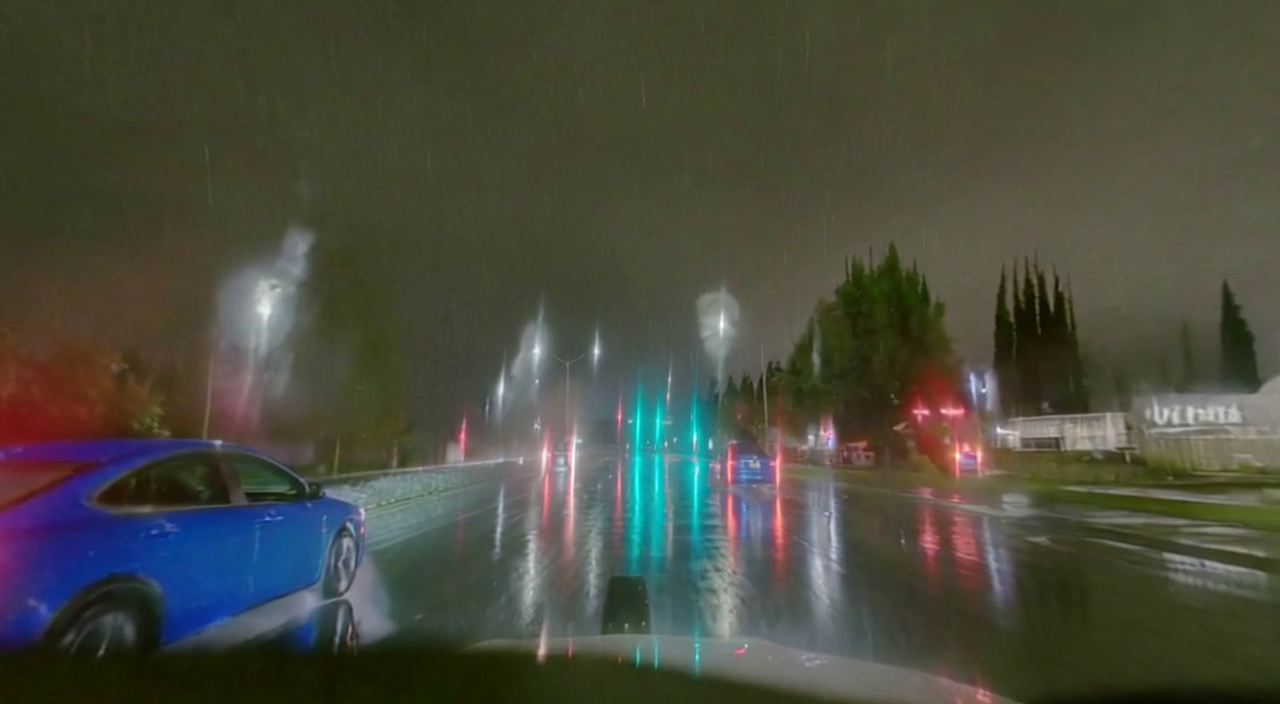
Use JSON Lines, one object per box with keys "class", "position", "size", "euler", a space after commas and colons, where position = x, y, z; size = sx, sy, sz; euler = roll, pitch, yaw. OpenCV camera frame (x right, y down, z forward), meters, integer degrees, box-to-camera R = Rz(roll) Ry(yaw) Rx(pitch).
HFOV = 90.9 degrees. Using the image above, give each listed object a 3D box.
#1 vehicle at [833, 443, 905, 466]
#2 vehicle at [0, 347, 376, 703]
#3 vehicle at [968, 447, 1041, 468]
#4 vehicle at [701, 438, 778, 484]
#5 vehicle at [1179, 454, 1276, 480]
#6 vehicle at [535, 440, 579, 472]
{"class": "vehicle", "position": [16.692, 7.498, 46.104], "size": [4.458, 1.560, 2.045], "euler": [0, -8, -1]}
{"class": "vehicle", "position": [-3.560, 1.015, 3.605], "size": [2.023, 1.720, 4.741], "euler": [0, -8, 0]}
{"class": "vehicle", "position": [28.809, 8.317, 49.869], "size": [4.587, 1.518, 1.843], "euler": [0, -7, 1]}
{"class": "vehicle", "position": [3.488, 3.926, 22.989], "size": [2.083, 1.474, 4.360], "euler": [0, -8, 0]}
{"class": "vehicle", "position": [34.679, 6.778, 37.240], "size": [3.954, 1.401, 1.980], "euler": [1, -8, -6]}
{"class": "vehicle", "position": [-4.437, 5.619, 34.279], "size": [2.113, 1.626, 4.129], "euler": [0, -8, -4]}
